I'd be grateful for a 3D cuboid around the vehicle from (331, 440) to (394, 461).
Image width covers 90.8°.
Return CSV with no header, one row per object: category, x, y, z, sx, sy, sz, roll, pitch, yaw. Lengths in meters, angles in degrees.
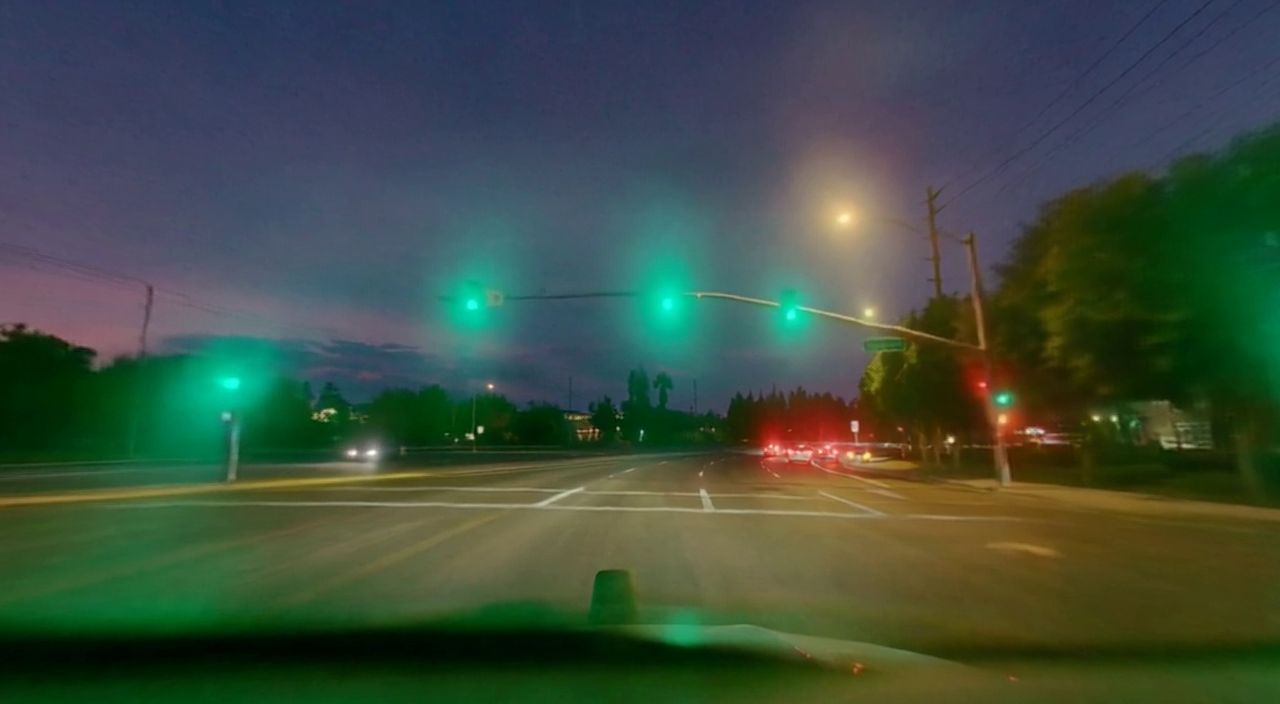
vehicle,-20.484,7.278,46.841,1.871,1.474,4.554,-2,-9,13
